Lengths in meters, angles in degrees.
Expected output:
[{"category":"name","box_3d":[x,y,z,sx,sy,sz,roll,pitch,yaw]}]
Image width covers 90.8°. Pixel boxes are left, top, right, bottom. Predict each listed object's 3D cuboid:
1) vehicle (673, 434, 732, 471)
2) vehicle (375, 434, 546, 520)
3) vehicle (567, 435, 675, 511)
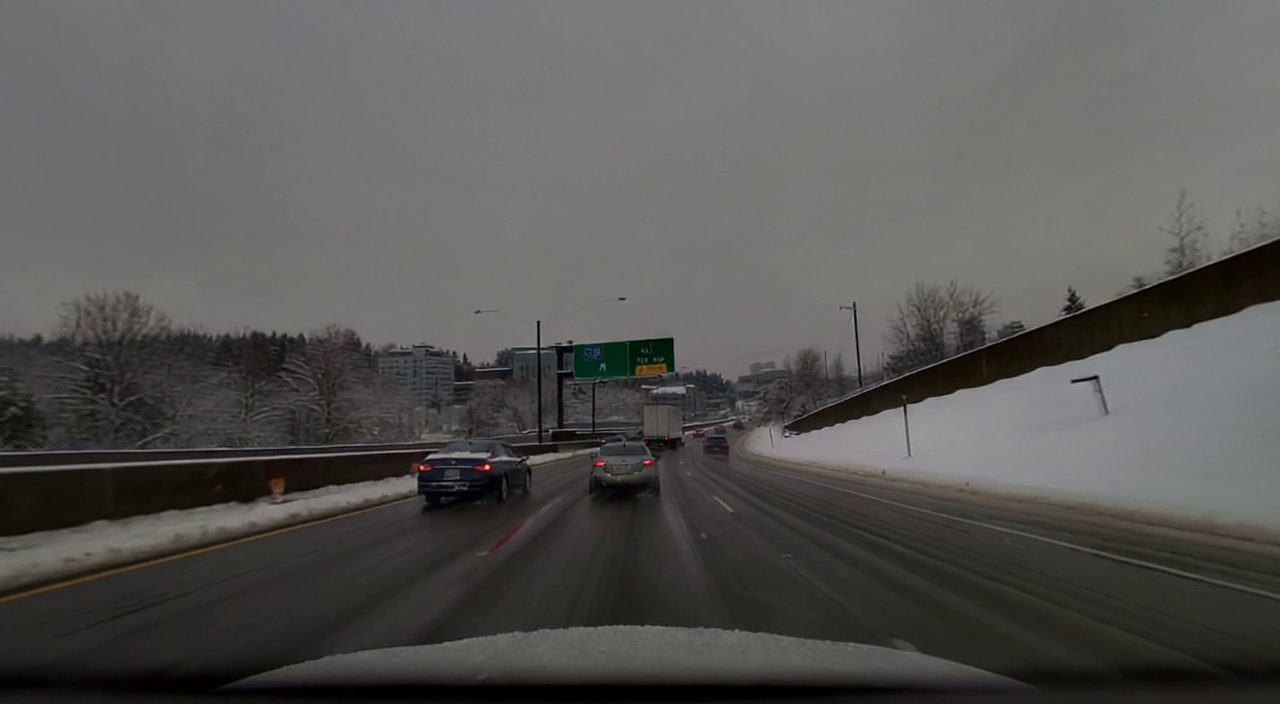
[{"category":"vehicle","box_3d":[2.983,4.933,31.123,2.166,1.666,4.618,0,-9,-3]},{"category":"vehicle","box_3d":[-3.542,2.586,13.678,2.130,1.474,5.027,-1,-9,1]},{"category":"vehicle","box_3d":[-0.329,2.689,14.505,2.136,1.470,3.971,-1,-9,1]}]
